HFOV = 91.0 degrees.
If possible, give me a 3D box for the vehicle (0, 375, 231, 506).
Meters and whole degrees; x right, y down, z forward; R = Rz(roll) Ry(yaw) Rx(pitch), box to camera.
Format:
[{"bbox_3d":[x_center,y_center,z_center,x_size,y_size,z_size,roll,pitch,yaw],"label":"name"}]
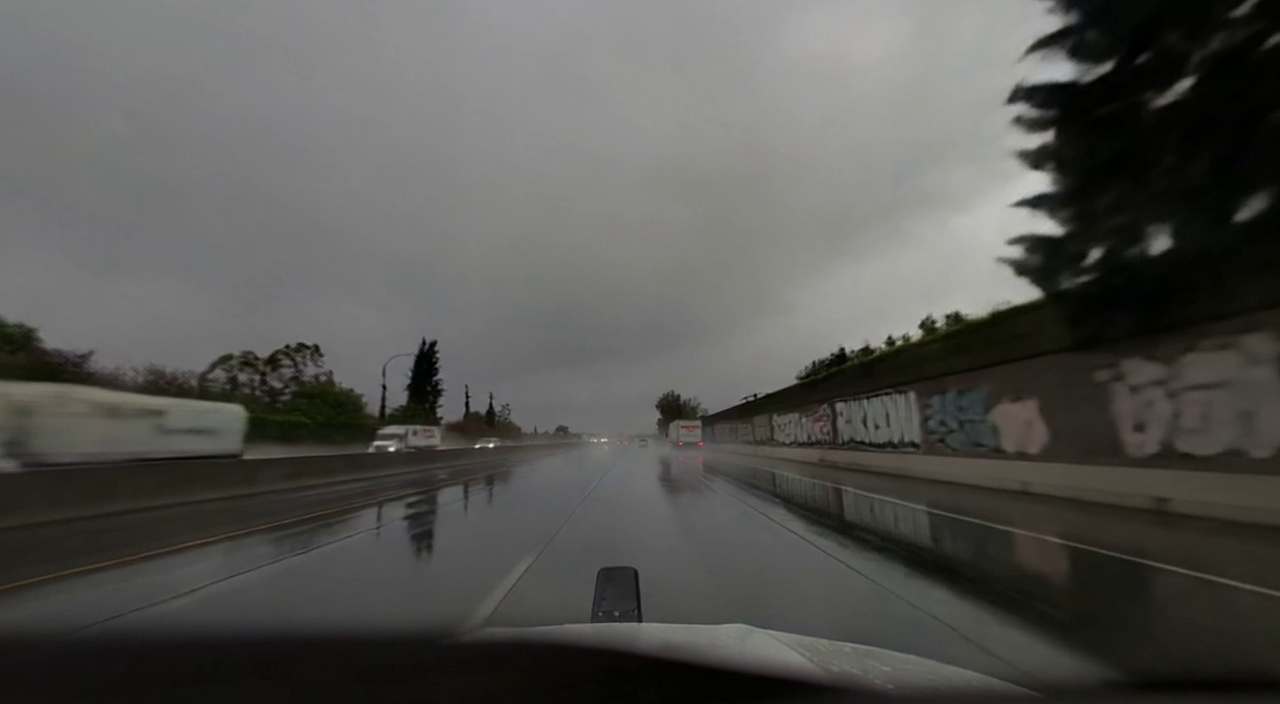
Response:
[{"bbox_3d":[-16.854,2.697,19.182,2.741,3.130,8.961,-1,-8,0],"label":"vehicle"}]
